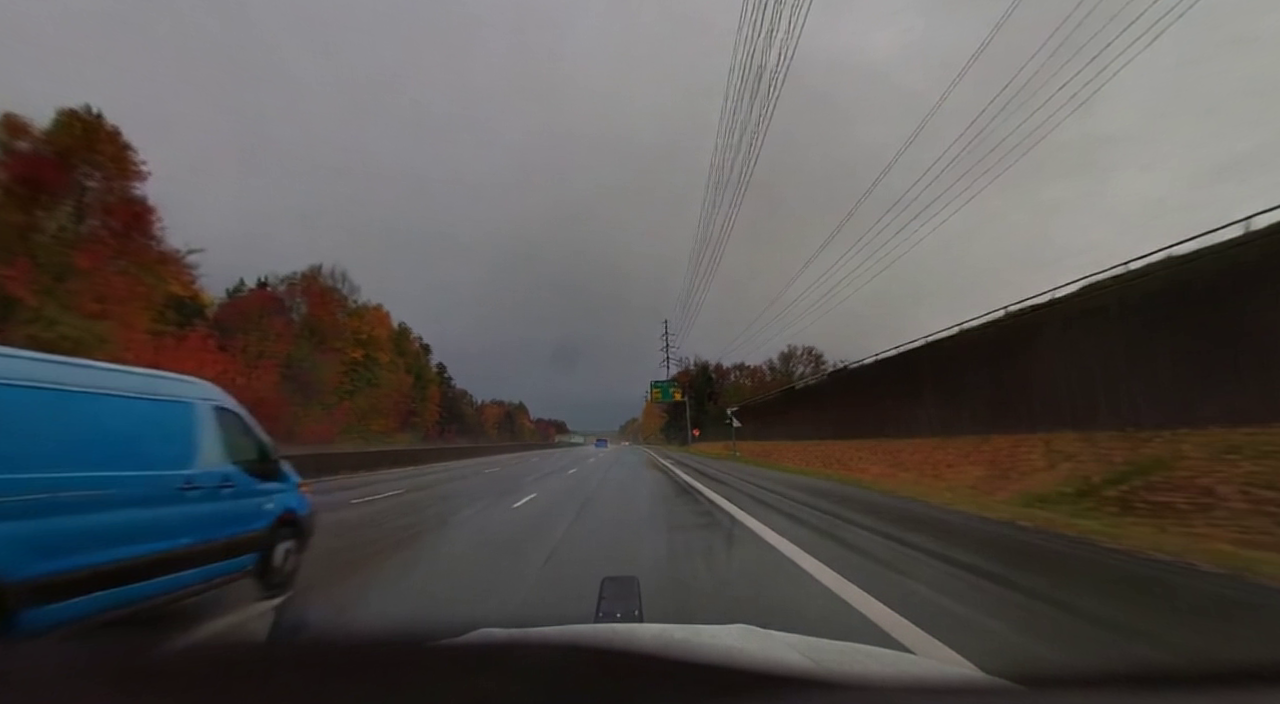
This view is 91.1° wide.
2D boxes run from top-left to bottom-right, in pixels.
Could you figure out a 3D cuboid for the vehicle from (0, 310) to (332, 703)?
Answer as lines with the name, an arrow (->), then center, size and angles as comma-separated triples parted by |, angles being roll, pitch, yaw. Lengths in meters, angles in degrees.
vehicle -> -3.621, 0.846, 2.464 | 2.263, 1.985, 5.176 | 0, -8, -1
